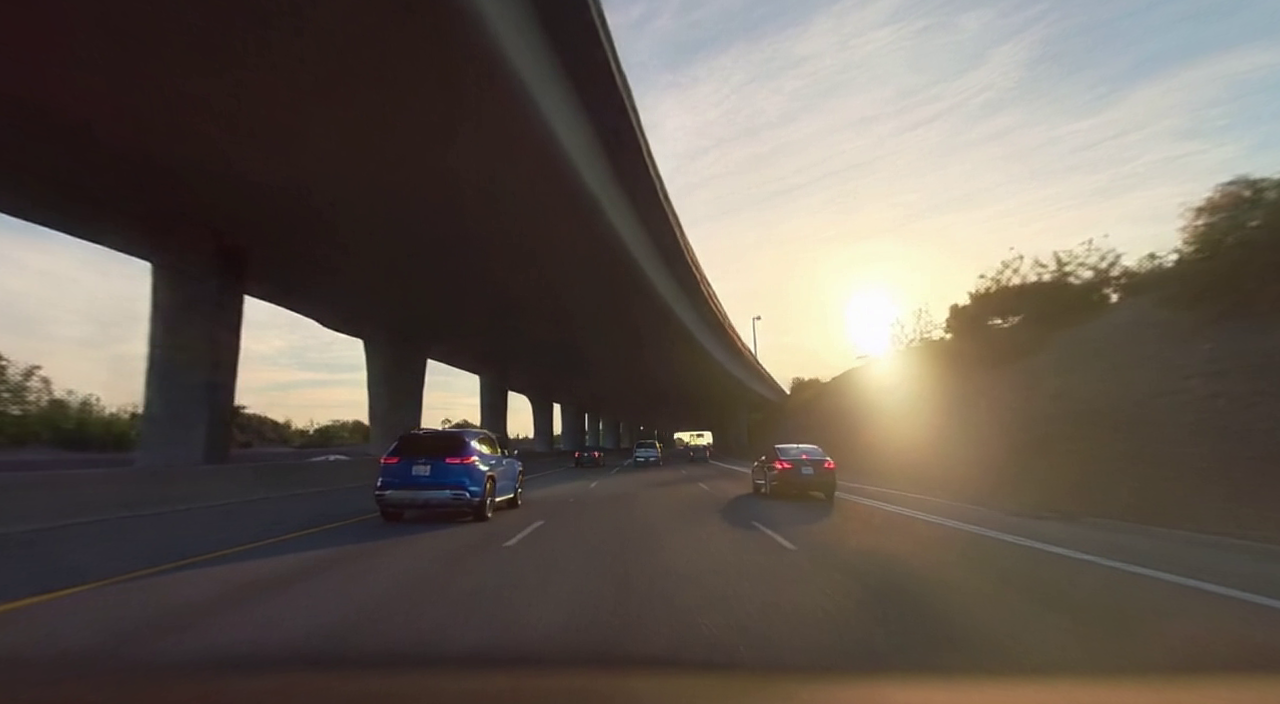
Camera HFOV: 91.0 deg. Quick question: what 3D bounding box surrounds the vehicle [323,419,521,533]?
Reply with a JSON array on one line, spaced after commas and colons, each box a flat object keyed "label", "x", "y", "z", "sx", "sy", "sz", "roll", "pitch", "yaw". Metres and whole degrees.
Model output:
[{"label": "vehicle", "x": -3.822, "y": 2.282, "z": 12.110, "sx": 2.089, "sy": 1.751, "sz": 4.515, "roll": 0, "pitch": -9, "yaw": 1}]

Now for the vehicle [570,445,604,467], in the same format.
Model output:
[{"label": "vehicle", "x": -3.718, "y": 7.415, "z": 44.904, "sx": 1.994, "sy": 1.475, "sz": 4.171, "roll": 0, "pitch": -9, "yaw": 1}]

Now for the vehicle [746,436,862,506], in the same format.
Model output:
[{"label": "vehicle", "x": 4.018, "y": 2.987, "z": 16.163, "sx": 1.959, "sy": 1.554, "sz": 3.795, "roll": 0, "pitch": -9, "yaw": 0}]

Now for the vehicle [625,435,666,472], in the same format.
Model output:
[{"label": "vehicle", "x": 0.294, "y": 5.716, "z": 35.560, "sx": 2.155, "sy": 1.909, "sz": 4.529, "roll": 0, "pitch": -9, "yaw": 0}]
